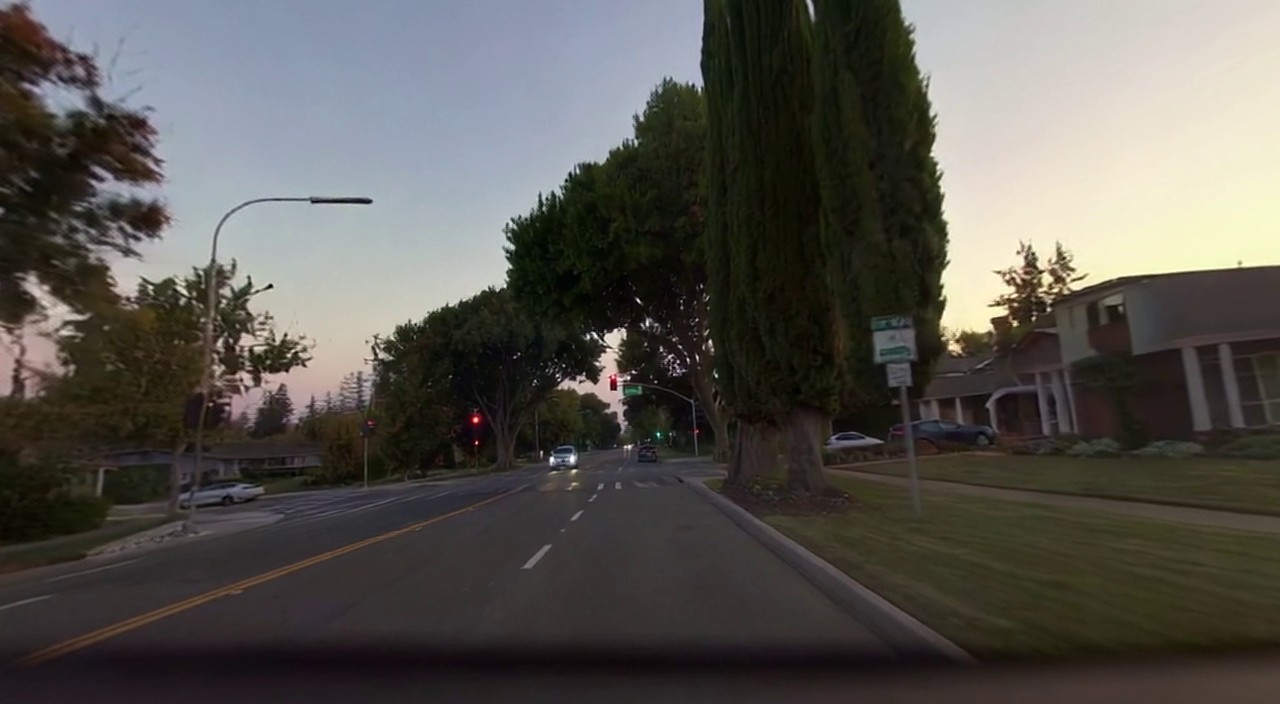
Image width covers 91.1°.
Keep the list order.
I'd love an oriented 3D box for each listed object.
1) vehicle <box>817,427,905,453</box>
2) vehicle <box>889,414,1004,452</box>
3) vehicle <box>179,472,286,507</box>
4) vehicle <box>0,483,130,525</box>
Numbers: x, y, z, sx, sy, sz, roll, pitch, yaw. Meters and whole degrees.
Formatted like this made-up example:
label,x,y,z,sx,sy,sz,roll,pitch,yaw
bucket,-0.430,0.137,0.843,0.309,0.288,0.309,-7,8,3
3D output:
label,x,y,z,sx,sy,sz,roll,pitch,yaw
vehicle,13.352,5.370,38.153,4.580,1.534,1.919,0,-8,-1
vehicle,14.268,3.821,29.414,4.319,1.700,2.034,0,-8,-1
vehicle,-24.442,8.247,37.773,4.933,1.792,2.133,0,-9,4
vehicle,-26.779,7.033,29.154,4.177,1.640,2.119,1,-9,-2
